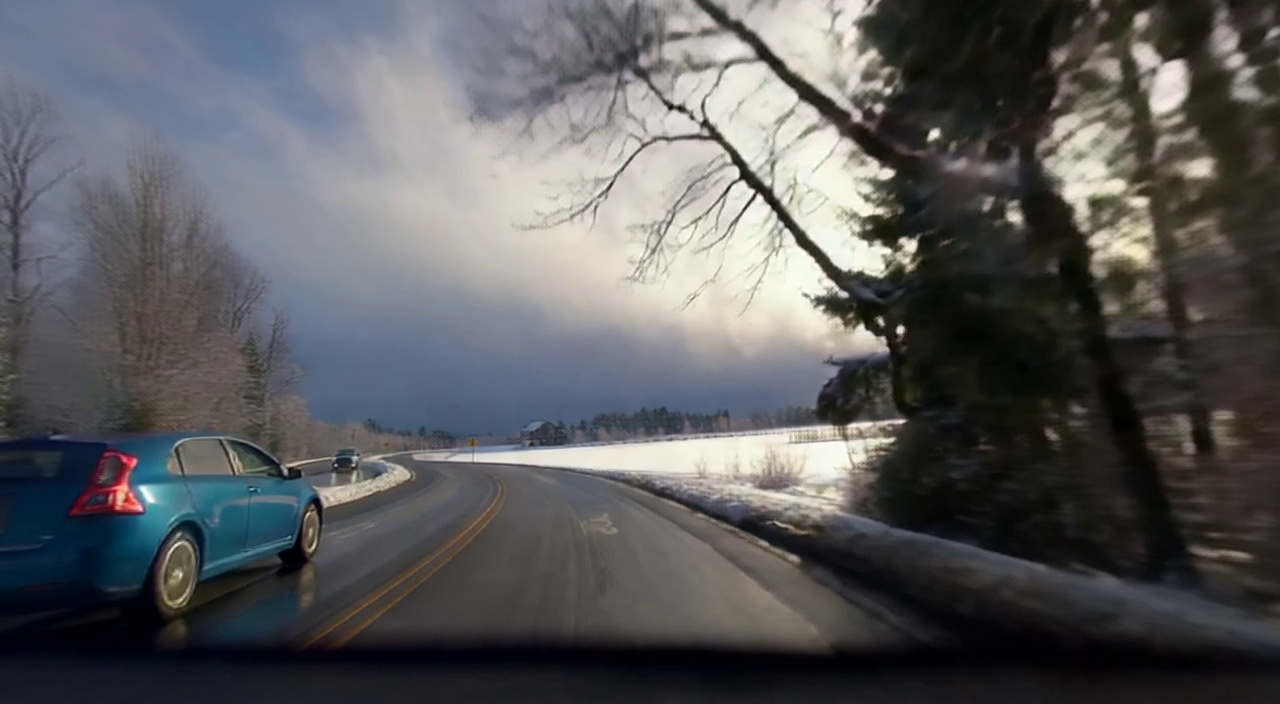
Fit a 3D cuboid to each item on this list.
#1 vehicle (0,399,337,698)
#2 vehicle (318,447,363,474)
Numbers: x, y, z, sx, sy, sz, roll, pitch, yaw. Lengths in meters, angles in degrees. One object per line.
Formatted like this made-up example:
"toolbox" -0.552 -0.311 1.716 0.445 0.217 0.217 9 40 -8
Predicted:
"vehicle" -4.503 1.372 5.386 2.078 1.607 3.959 0 -9 -5
"vehicle" -18.535 6.727 39.114 2.032 1.557 4.151 3 -10 -19
